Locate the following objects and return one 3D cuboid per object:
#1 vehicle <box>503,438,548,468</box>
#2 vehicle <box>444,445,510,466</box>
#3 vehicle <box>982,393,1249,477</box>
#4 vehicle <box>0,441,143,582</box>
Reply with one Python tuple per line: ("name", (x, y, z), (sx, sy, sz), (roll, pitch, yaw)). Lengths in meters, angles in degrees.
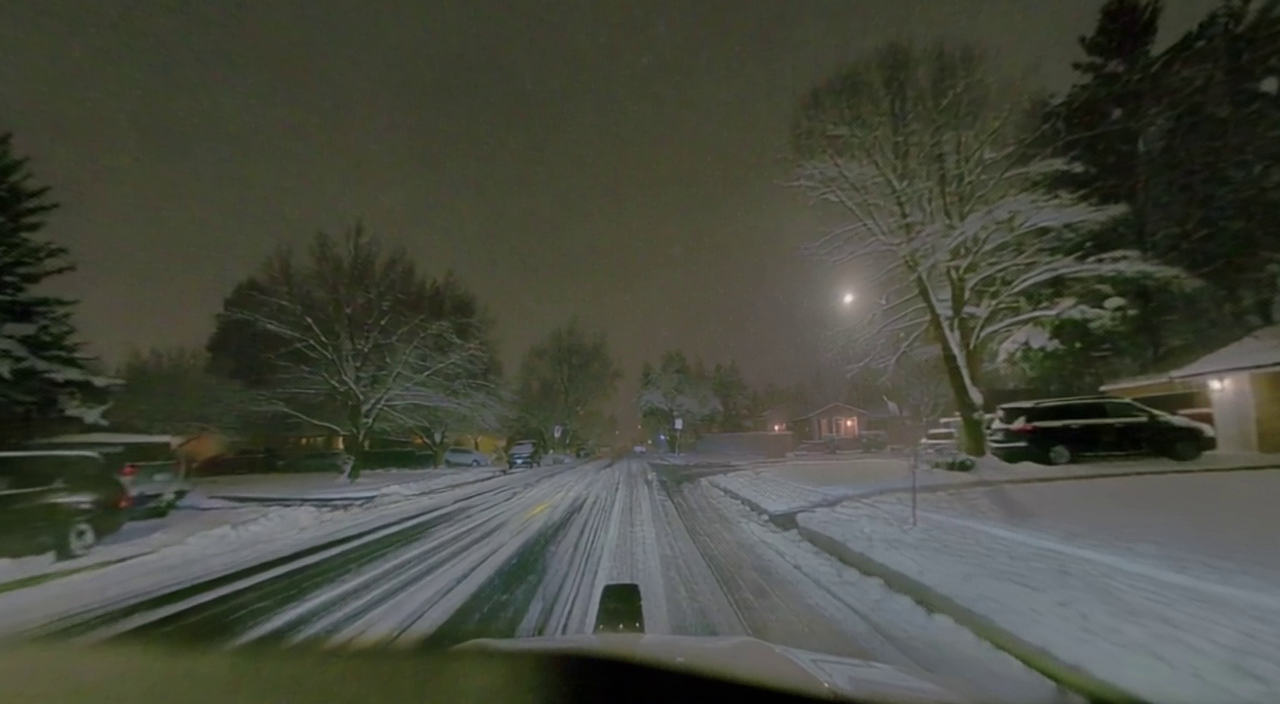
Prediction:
("vehicle", (-7.852, 7.039, 43.774), (2.091, 1.912, 4.598), (0, -10, 2))
("vehicle", (-12.680, 8.067, 49.342), (4.538, 1.578, 2.000), (-1, -8, 0))
("vehicle", (12.177, 2.146, 16.403), (5.367, 1.953, 2.257), (1, -8, -9))
("vehicle", (-8.479, 1.878, 7.226), (2.074, 1.616, 4.440), (-2, -9, -2))
